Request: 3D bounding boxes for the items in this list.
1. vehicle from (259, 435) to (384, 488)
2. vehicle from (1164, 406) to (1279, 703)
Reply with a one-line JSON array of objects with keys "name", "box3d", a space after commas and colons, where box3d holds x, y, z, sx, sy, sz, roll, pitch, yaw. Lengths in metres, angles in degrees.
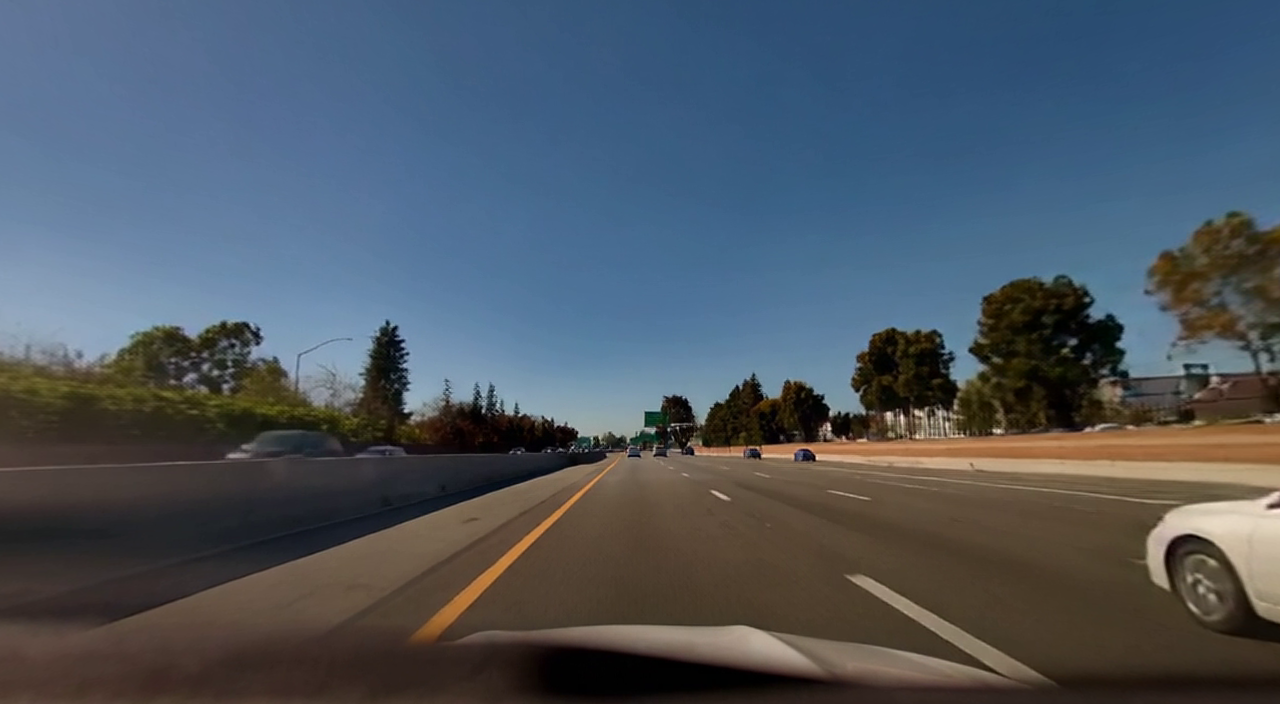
[{"name": "vehicle", "box3d": [-10.157, 3.506, 20.566, 1.943, 1.511, 4.119, 0, -8, 0]}, {"name": "vehicle", "box3d": [3.880, 0.707, 0.954, 2.018, 1.477, 4.800, 0, -8, -1]}]
